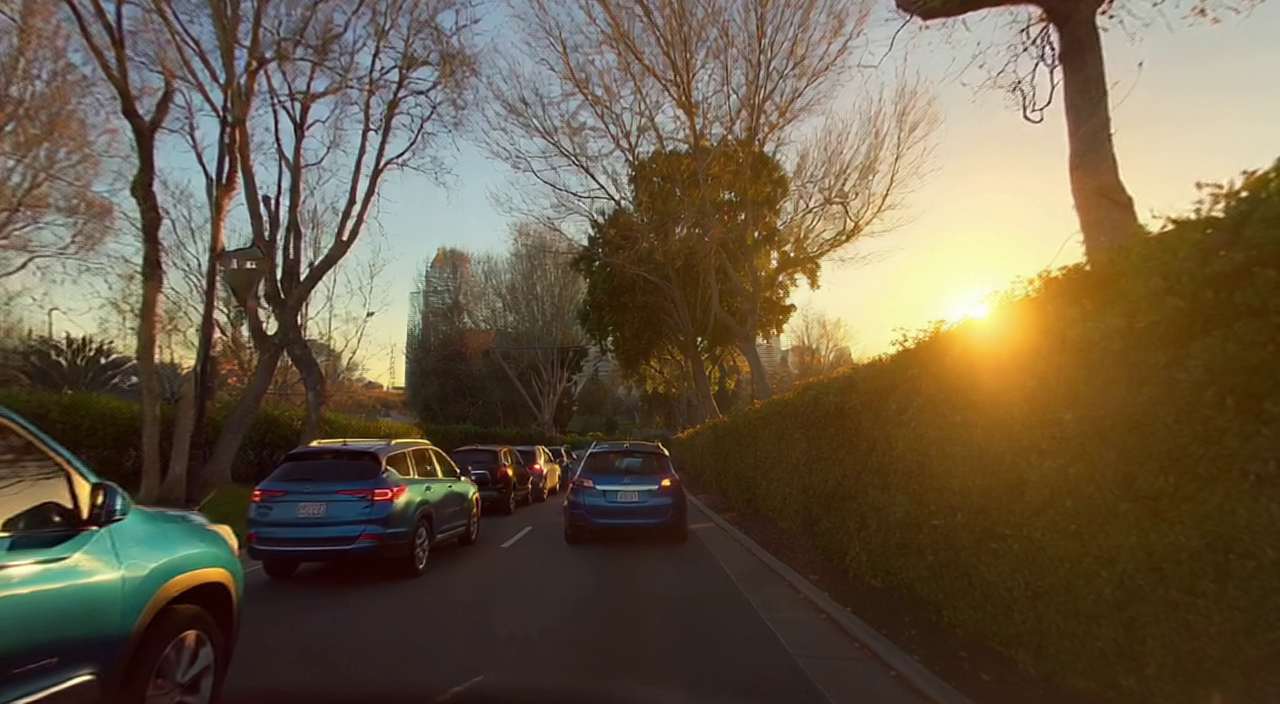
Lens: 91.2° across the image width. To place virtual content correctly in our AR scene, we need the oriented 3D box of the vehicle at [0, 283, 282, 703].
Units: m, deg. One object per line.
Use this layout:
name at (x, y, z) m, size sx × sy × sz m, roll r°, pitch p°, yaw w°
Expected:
vehicle at (-3.285, 0.674, 1.212) m, size 2.205 × 1.913 × 5.327 m, roll -5°, pitch -8°, yaw -2°

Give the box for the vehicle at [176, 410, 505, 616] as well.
vehicle at (-3.411, 1.870, 8.291) m, size 2.256 × 1.728 × 4.421 m, roll -6°, pitch -8°, yaw -2°

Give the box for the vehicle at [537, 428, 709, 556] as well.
vehicle at (-0.252, 2.084, 9.963) m, size 2.154 × 1.581 × 4.007 m, roll 0°, pitch -9°, yaw -1°
